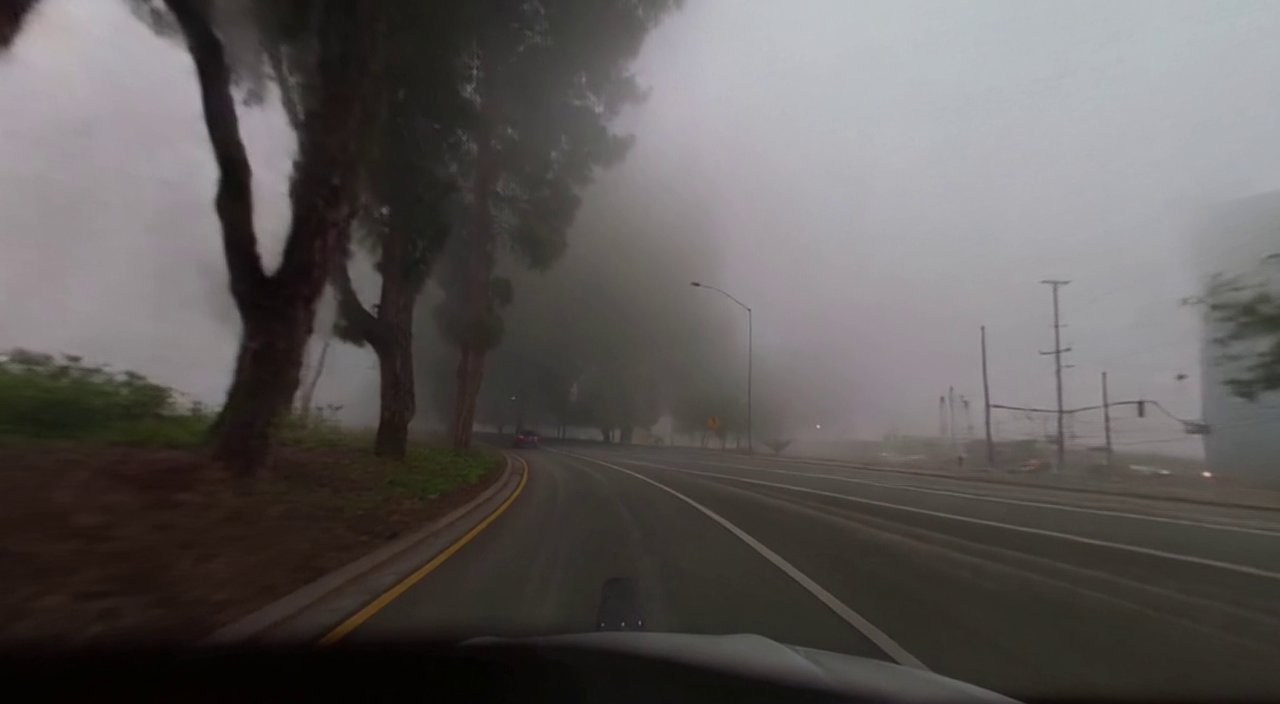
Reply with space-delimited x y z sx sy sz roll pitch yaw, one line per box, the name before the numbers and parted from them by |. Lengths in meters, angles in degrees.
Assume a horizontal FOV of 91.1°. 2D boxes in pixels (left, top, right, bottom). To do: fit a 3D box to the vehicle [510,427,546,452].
vehicle | -8.204 6.381 45.751 1.947 1.729 4.051 2 -9 -18
